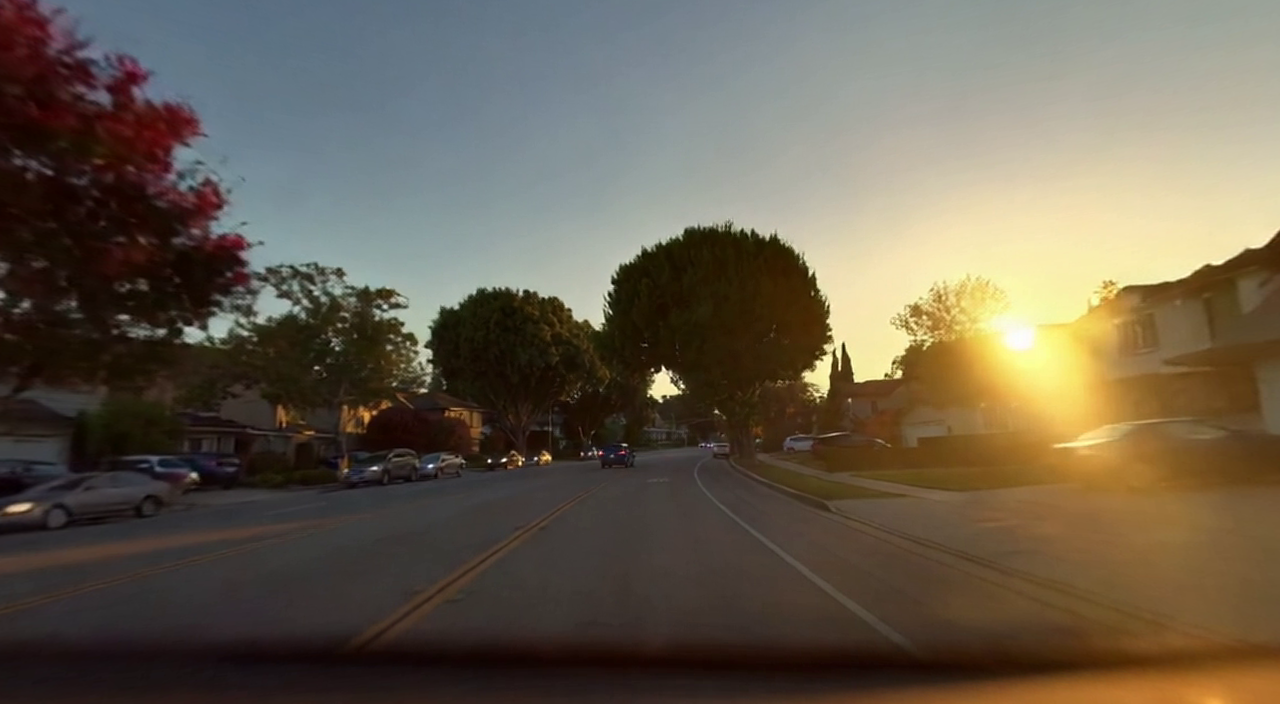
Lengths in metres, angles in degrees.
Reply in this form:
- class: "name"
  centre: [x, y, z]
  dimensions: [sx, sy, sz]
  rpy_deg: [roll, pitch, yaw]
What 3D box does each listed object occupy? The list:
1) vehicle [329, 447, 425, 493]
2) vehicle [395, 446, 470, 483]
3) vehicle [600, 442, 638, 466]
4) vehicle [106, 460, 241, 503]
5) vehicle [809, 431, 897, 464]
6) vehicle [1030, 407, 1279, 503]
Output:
- class: "vehicle"
  centre: [-13.086, 5.836, 31.884]
  dimensions: [2.157, 1.882, 5.479]
  rpy_deg: [-6, -9, 4]
- class: "vehicle"
  centre: [-12.455, 6.759, 38.378]
  dimensions: [2.114, 1.931, 5.936]
  rpy_deg: [-5, -9, 5]
- class: "vehicle"
  centre: [-1.530, 7.756, 48.216]
  dimensions: [2.135, 1.731, 4.232]
  rpy_deg: [-1, -8, 8]
- class: "vehicle"
  centre: [-17.988, 4.978, 24.638]
  dimensions: [1.872, 1.396, 4.150]
  rpy_deg: [-1, -8, 4]
- class: "vehicle"
  centre: [12.414, 5.616, 37.084]
  dimensions: [4.383, 1.602, 1.920]
  rpy_deg: [-4, -9, 3]
- class: "vehicle"
  centre: [10.873, 1.996, 12.576]
  dimensions: [4.757, 1.536, 1.938]
  rpy_deg: [-5, -9, 5]
